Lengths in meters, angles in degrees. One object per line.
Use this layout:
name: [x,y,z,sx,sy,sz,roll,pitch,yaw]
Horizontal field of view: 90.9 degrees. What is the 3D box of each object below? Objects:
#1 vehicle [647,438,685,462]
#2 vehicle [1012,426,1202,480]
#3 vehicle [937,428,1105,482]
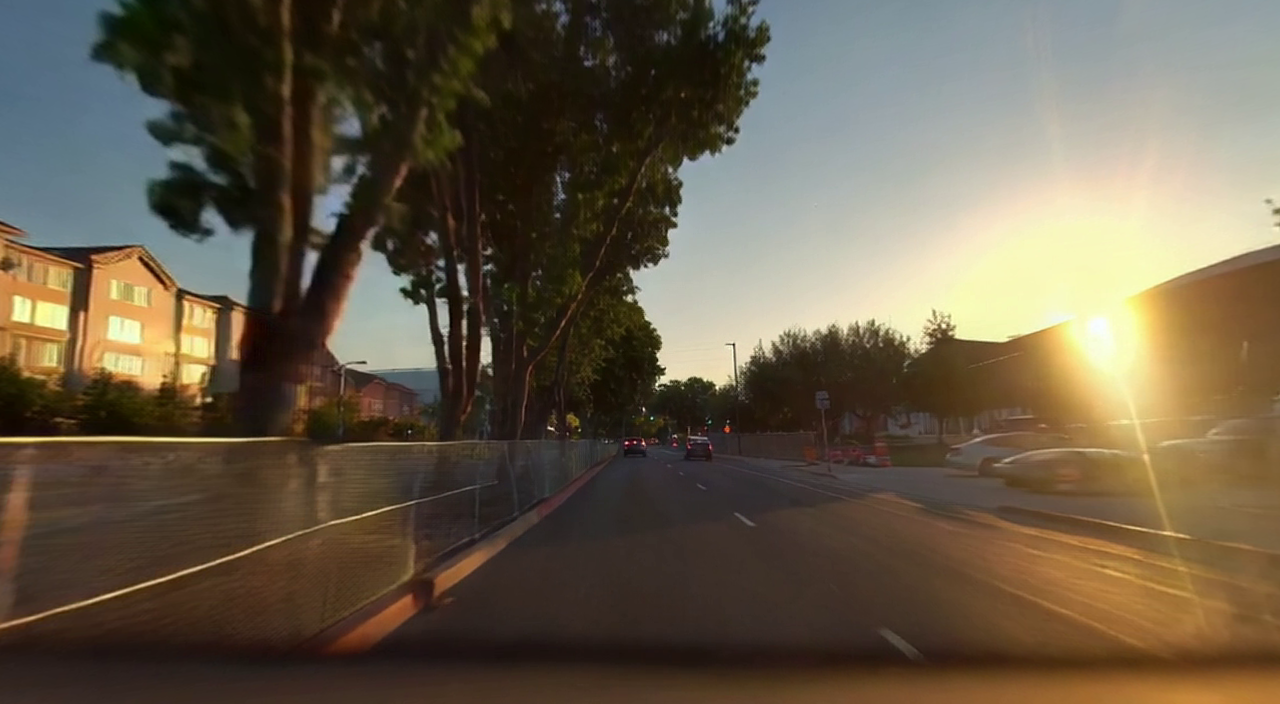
vehicle: [1.816,6.610,42.629,1.974,1.490,4.231,-2,-9,11]
vehicle: [15.085,3.284,20.811,1.878,1.444,4.878,-1,-8,-13]
vehicle: [12.293,3.326,20.763,1.948,1.466,4.520,-1,-7,-15]
